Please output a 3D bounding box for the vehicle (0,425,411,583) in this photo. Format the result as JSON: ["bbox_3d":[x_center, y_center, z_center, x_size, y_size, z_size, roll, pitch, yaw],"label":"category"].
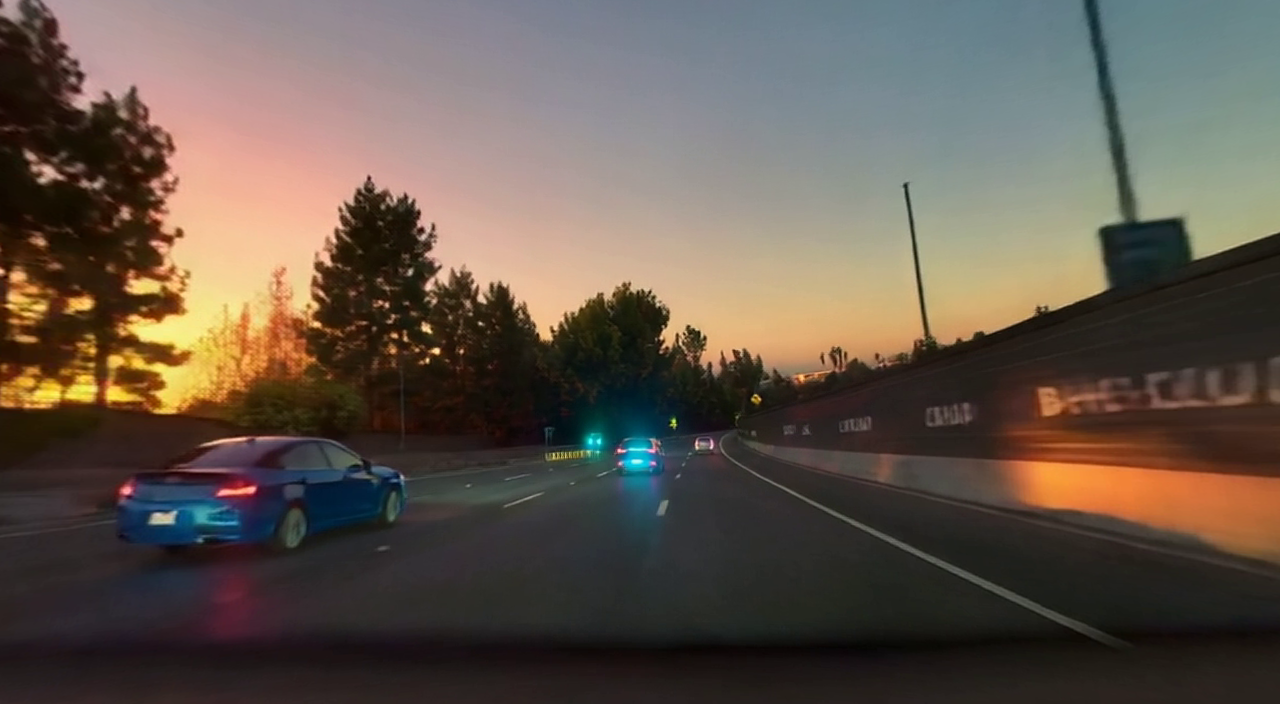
[{"bbox_3d":[-5.084,1.789,8.451,1.981,1.460,4.792,0,-8,4],"label":"vehicle"}]

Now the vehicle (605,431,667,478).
[{"bbox_3d":[-0.030,4.025,25.134,2.082,1.638,4.644,0,-8,4],"label":"vehicle"}]
